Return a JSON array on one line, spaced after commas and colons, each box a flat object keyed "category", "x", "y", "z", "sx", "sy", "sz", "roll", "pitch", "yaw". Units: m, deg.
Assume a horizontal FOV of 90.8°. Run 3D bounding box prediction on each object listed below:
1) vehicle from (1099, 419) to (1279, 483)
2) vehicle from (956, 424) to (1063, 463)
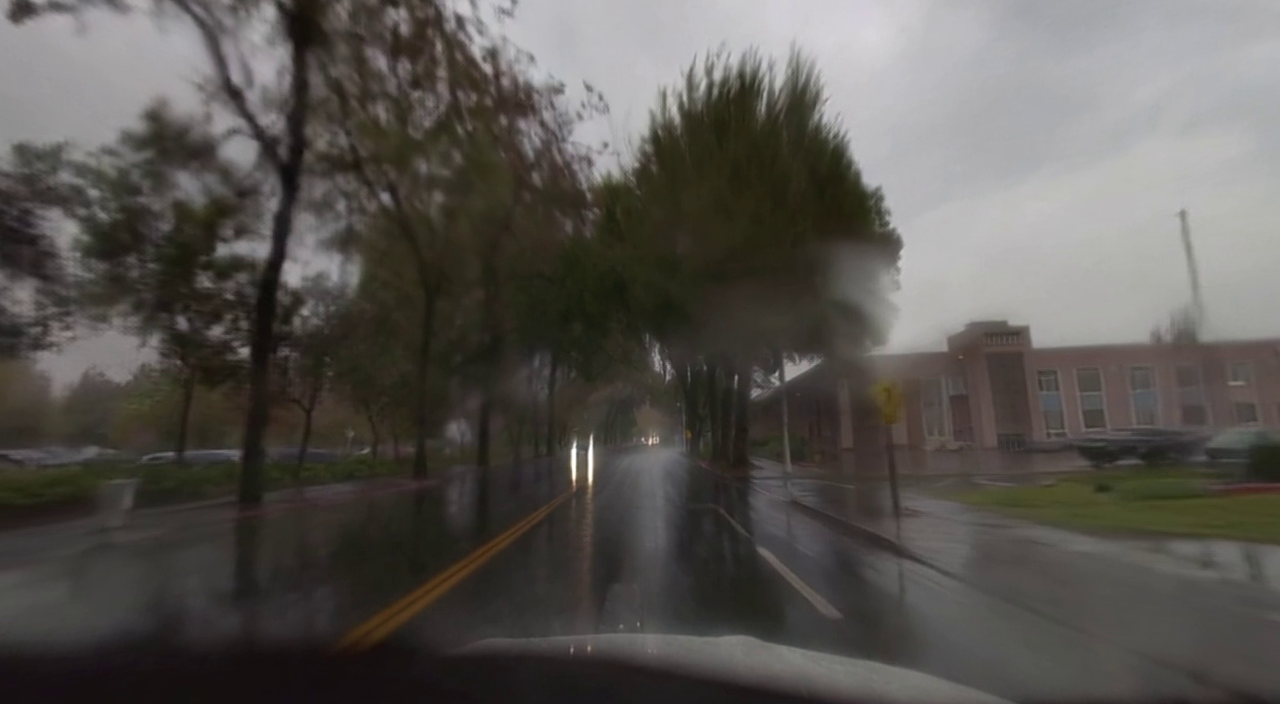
[{"category": "vehicle", "x": 15.270, "y": 2.657, "z": 17.045, "sx": 4.134, "sy": 1.580, "sz": 1.952, "roll": -2, "pitch": -8, "yaw": 14}, {"category": "vehicle", "x": 20.860, "y": 5.183, "z": 35.831, "sx": 4.593, "sy": 1.776, "sz": 2.094, "roll": -4, "pitch": -8, "yaw": 0}]
